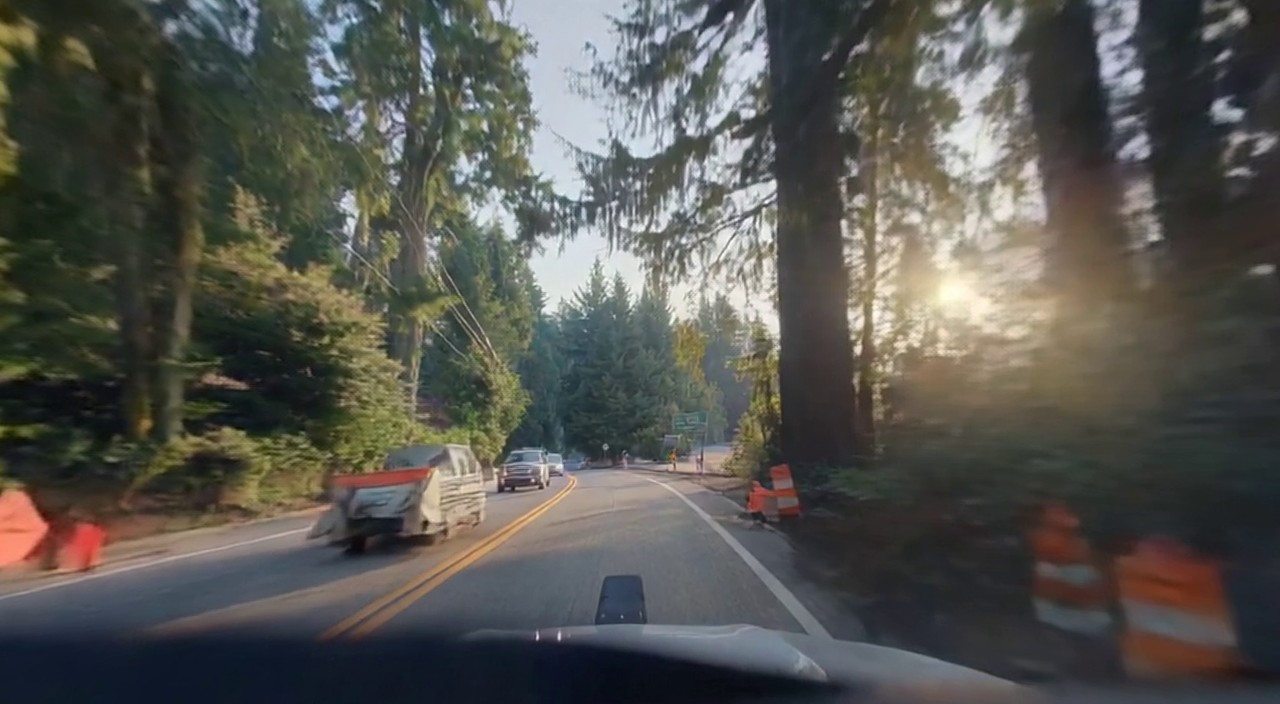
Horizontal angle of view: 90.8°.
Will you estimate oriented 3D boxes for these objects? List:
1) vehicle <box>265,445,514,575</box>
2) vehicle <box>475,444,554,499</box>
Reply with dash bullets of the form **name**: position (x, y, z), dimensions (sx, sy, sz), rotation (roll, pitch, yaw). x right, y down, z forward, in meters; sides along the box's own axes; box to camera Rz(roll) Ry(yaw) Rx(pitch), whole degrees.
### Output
- **vehicle**: position (-3.295, 2.129, 9.379), dimensions (2.032, 1.444, 4.164), rotation (0, -9, -1)
- **vehicle**: position (-4.384, 4.225, 22.846), dimensions (2.177, 1.721, 4.794), rotation (0, -9, -4)
